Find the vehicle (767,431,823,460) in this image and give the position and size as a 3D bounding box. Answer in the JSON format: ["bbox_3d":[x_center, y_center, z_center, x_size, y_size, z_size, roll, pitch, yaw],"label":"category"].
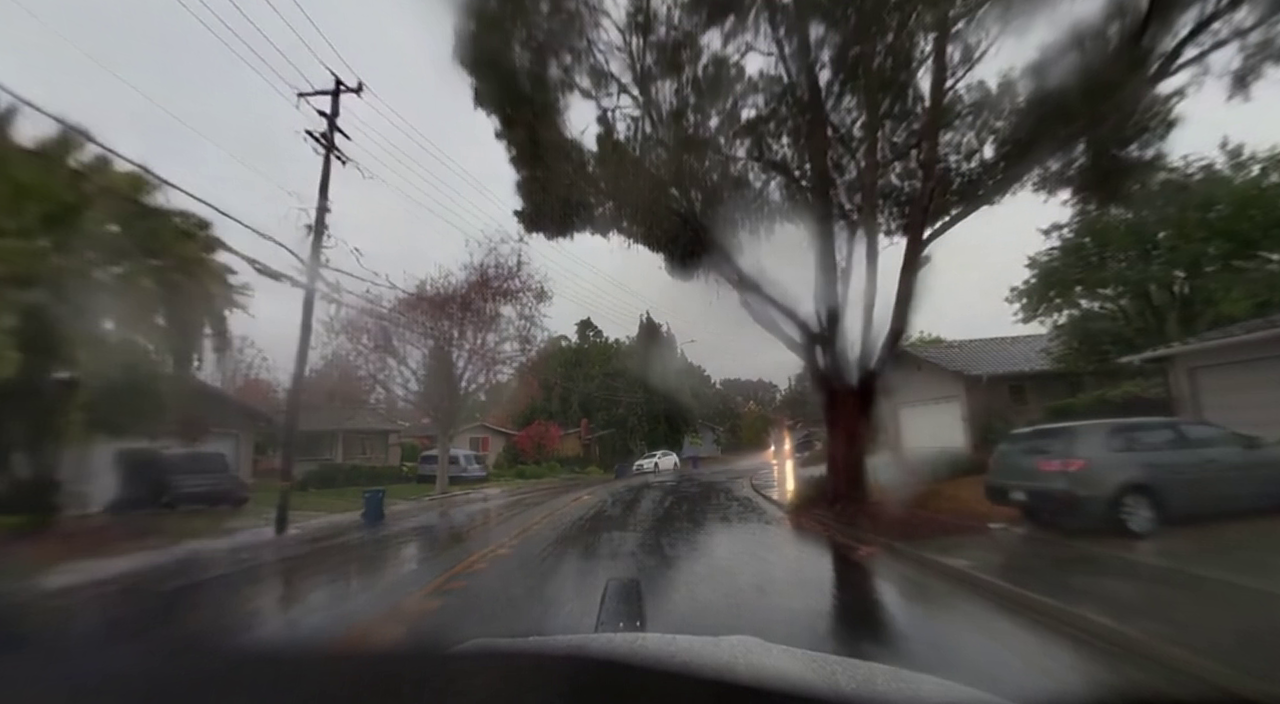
[{"bbox_3d":[11.250,6.723,45.572,2.086,1.974,4.890,-6,-10,36],"label":"vehicle"}]

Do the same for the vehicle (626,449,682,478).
[{"bbox_3d":[1.069,8.109,46.180,2.039,1.949,4.511,-5,-10,32],"label":"vehicle"}]

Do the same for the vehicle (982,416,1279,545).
[{"bbox_3d":[7.710,1.889,9.640,3.846,1.725,1.920,0,-8,-3],"label":"vehicle"}]
